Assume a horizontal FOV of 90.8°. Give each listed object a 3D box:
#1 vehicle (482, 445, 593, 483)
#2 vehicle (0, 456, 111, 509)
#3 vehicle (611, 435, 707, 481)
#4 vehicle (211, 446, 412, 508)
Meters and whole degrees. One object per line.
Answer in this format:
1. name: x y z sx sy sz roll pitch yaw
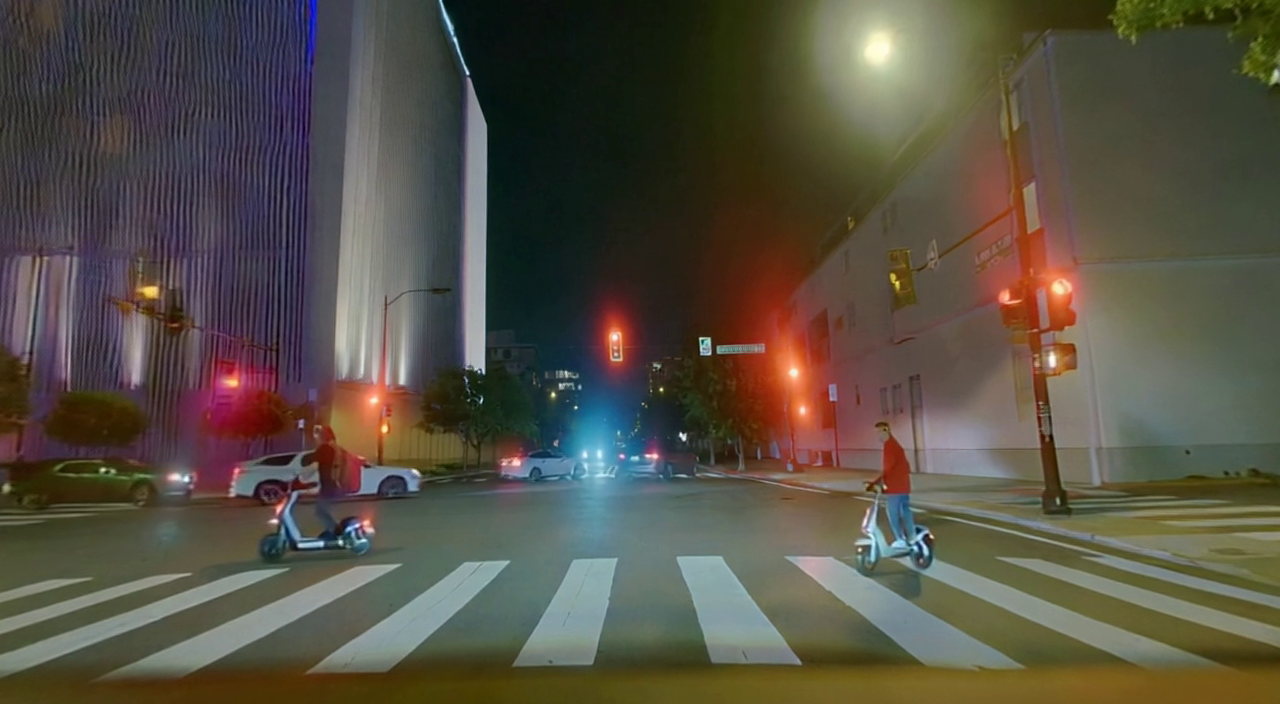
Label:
1. vehicle: -4.296 4.745 27.166 2.075 1.463 4.485 -7 -11 38
2. vehicle: -19.397 3.915 19.170 4.730 1.453 2.068 0 -8 -3
3. vehicle: 0.909 4.372 26.360 2.122 1.724 4.802 -5 -10 27
4. vehicle: -8.787 3.351 17.416 4.576 1.496 2.042 2 -9 -18
